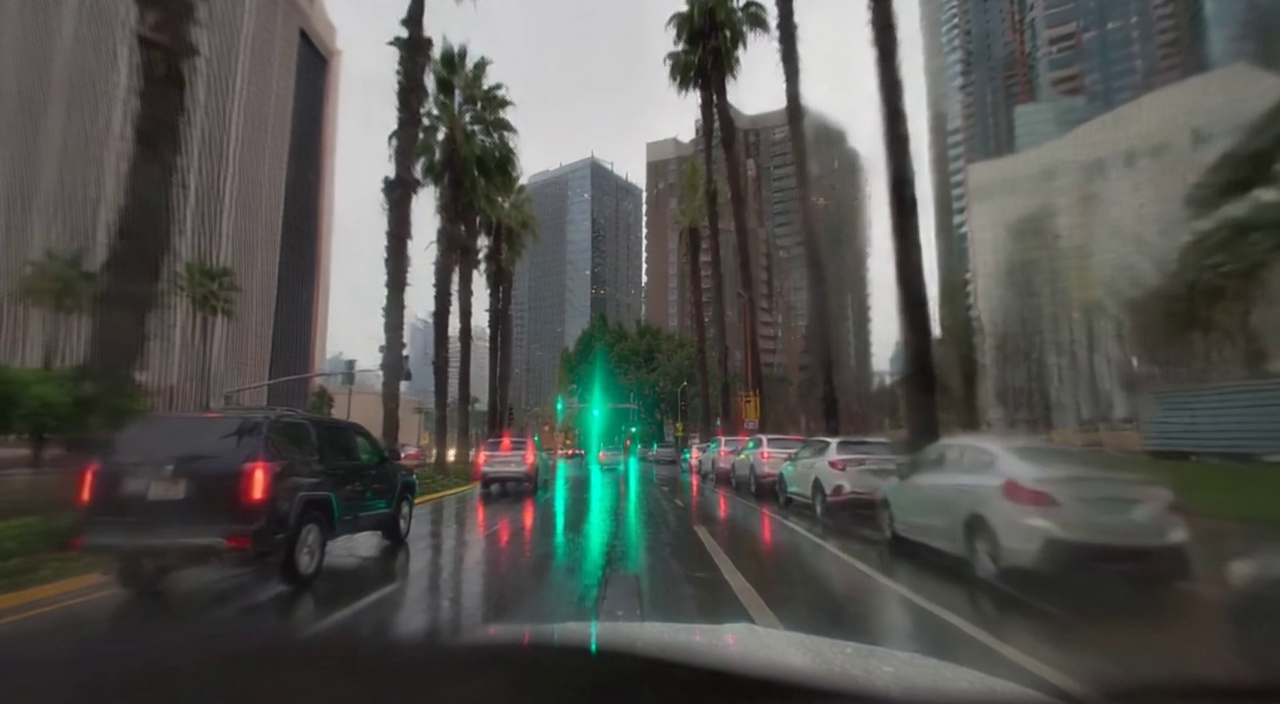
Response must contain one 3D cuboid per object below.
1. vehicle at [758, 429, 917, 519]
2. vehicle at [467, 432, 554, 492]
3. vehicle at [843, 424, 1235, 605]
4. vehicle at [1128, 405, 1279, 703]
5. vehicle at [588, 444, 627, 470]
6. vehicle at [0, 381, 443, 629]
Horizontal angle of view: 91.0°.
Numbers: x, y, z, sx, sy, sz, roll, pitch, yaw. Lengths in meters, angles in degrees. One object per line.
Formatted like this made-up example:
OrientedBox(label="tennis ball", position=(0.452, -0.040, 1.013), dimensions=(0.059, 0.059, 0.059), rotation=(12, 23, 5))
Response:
OrientedBox(label="vehicle", position=(3.971, 2.533, 13.563), dimensions=(1.773, 1.584, 4.553), rotation=(1, -9, -2))
OrientedBox(label="vehicle", position=(-4.088, 3.540, 20.619), dimensions=(2.014, 1.740, 4.392), rotation=(0, -9, -2))
OrientedBox(label="vehicle", position=(4.045, 1.682, 7.416), dimensions=(1.829, 1.499, 4.109), rotation=(0, -9, -2))
OrientedBox(label="vehicle", position=(4.059, 0.815, 1.647), dimensions=(1.873, 1.511, 4.523), rotation=(0, -9, -1))
OrientedBox(label="vehicle", position=(-1.956, 6.078, 36.611), dimensions=(2.036, 1.461, 3.890), rotation=(1, -9, -7))
OrientedBox(label="vehicle", position=(-3.725, 1.424, 6.763), dimensions=(1.800, 1.797, 4.224), rotation=(0, -9, 0))
